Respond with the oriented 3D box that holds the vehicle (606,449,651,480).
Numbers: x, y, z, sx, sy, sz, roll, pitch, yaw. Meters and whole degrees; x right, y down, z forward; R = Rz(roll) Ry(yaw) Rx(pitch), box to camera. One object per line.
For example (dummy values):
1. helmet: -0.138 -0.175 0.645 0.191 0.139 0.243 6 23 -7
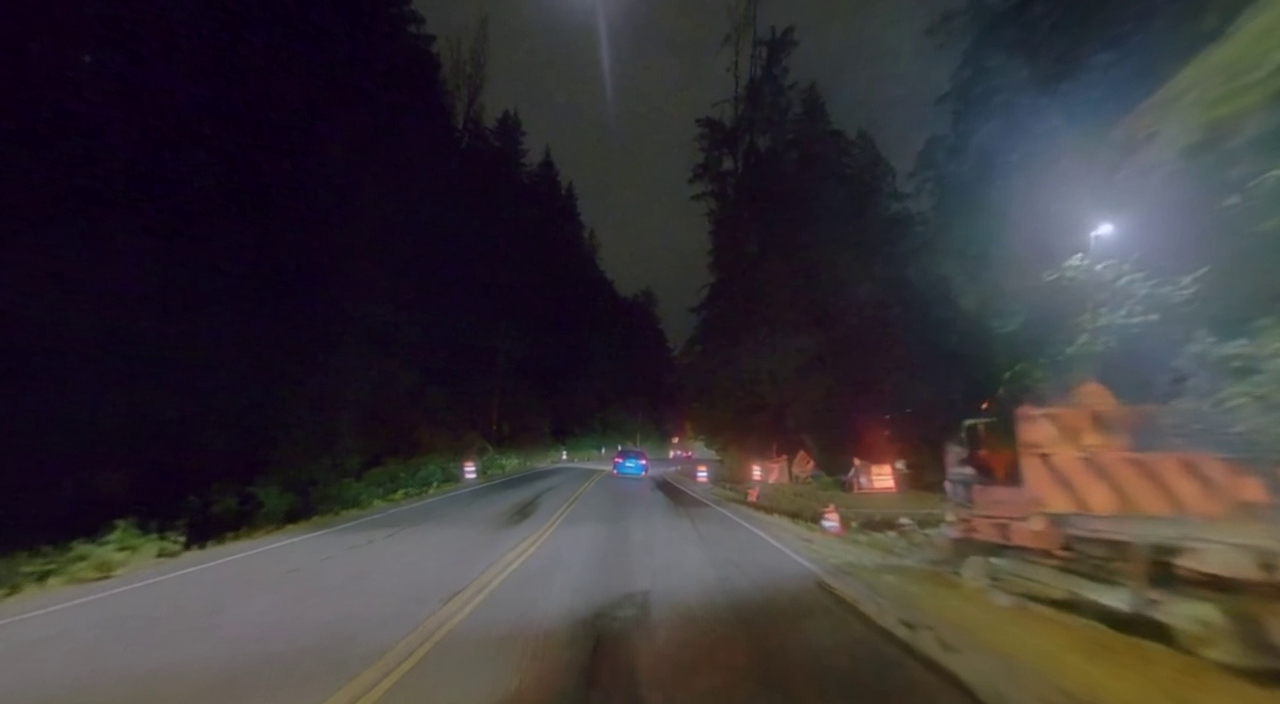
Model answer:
1. vehicle: -0.531 6.008 33.974 2.259 1.503 4.075 0 -9 1
